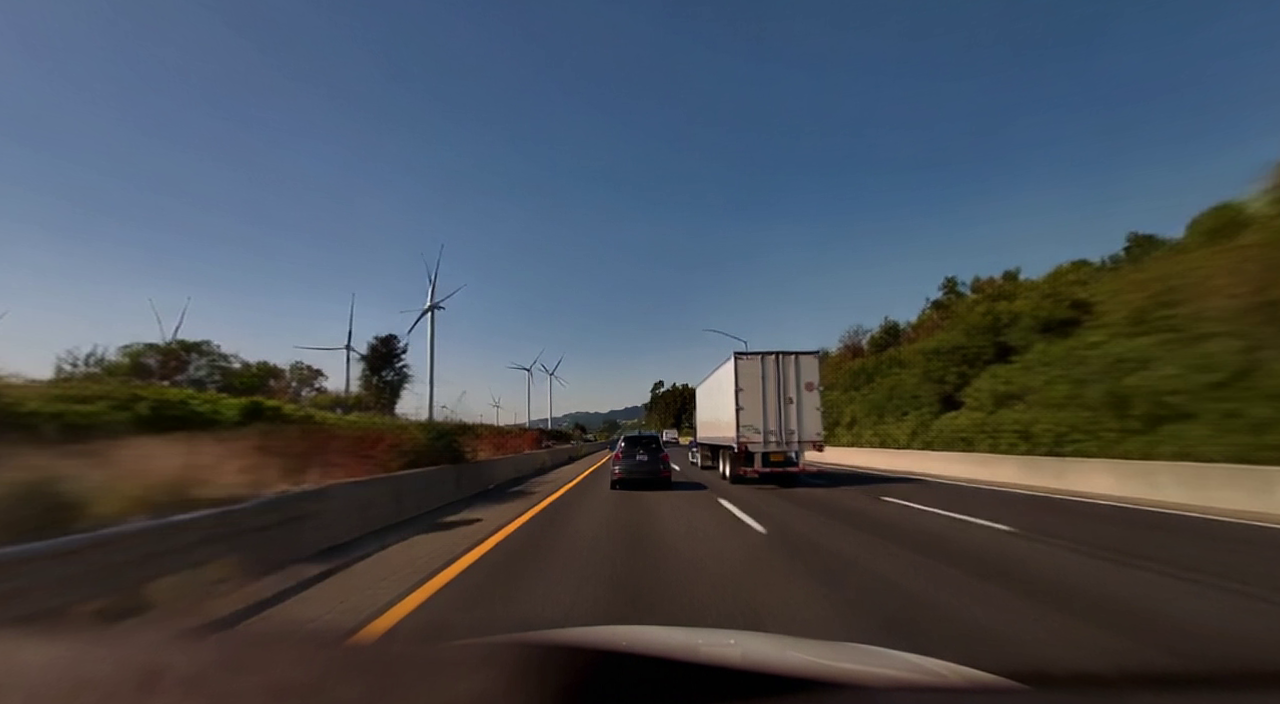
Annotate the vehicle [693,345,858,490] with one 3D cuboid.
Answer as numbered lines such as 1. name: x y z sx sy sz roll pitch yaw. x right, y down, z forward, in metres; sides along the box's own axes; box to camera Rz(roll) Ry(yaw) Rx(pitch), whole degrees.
1. vehicle: 4.453 2.811 25.344 3.129 4.126 14.913 0 -8 -1

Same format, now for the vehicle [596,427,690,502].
1. vehicle: 0.042 2.733 15.844 2.038 1.624 4.312 0 -8 -1
